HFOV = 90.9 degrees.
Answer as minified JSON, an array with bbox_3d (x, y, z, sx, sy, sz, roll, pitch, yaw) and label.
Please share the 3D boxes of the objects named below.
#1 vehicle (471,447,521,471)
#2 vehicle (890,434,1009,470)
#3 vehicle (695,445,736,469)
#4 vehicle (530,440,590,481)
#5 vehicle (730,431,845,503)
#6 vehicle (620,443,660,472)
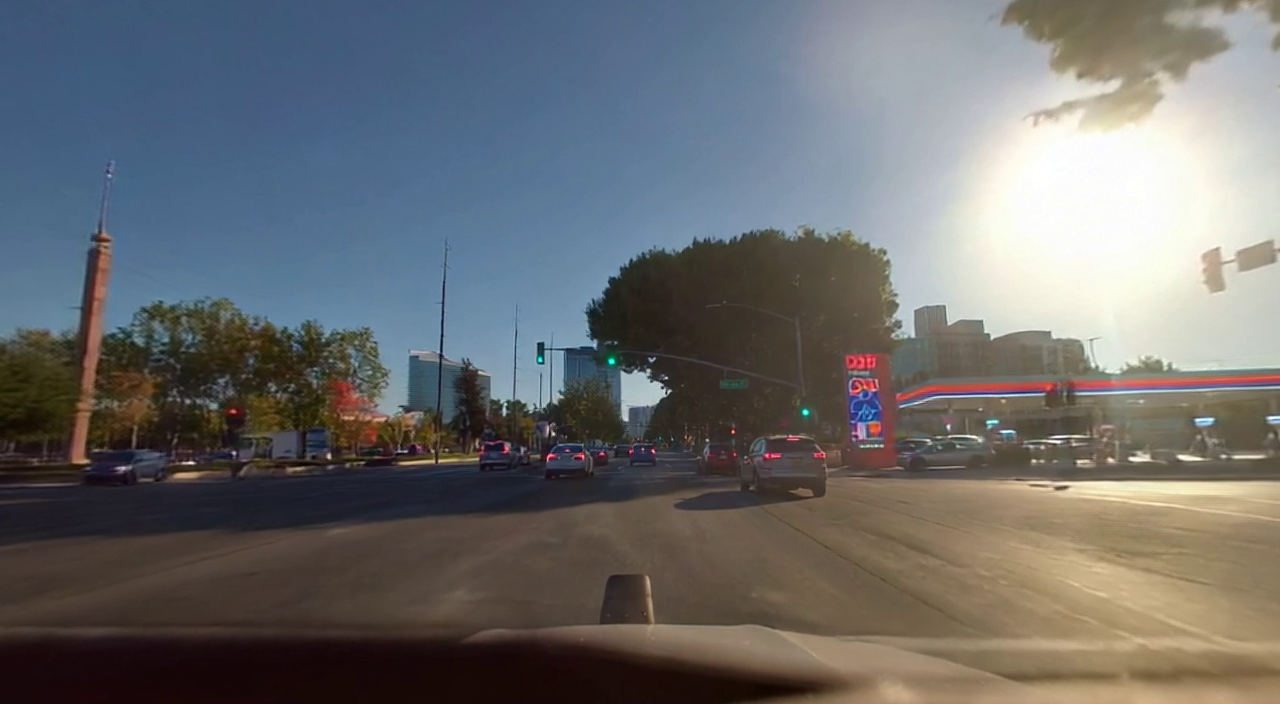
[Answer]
[{"bbox_3d":[-9.264,6.890,40.848,2.023,1.433,4.699,0,-8,1],"label":"vehicle"},{"bbox_3d":[18.170,5.903,37.267,5.585,1.866,2.607,-1,-9,-2],"label":"vehicle"},{"bbox_3d":[5.021,7.034,42.408,2.174,1.462,4.400,0,-8,0],"label":"vehicle"},{"bbox_3d":[-3.414,4.713,27.661,2.023,1.607,4.086,0,-8,1],"label":"vehicle"},{"bbox_3d":[3.821,3.036,17.123,2.022,1.683,4.171,0,-8,-1],"label":"vehicle"},{"bbox_3d":[0.002,5.969,35.941,2.104,1.477,4.591,0,-8,0],"label":"vehicle"}]
